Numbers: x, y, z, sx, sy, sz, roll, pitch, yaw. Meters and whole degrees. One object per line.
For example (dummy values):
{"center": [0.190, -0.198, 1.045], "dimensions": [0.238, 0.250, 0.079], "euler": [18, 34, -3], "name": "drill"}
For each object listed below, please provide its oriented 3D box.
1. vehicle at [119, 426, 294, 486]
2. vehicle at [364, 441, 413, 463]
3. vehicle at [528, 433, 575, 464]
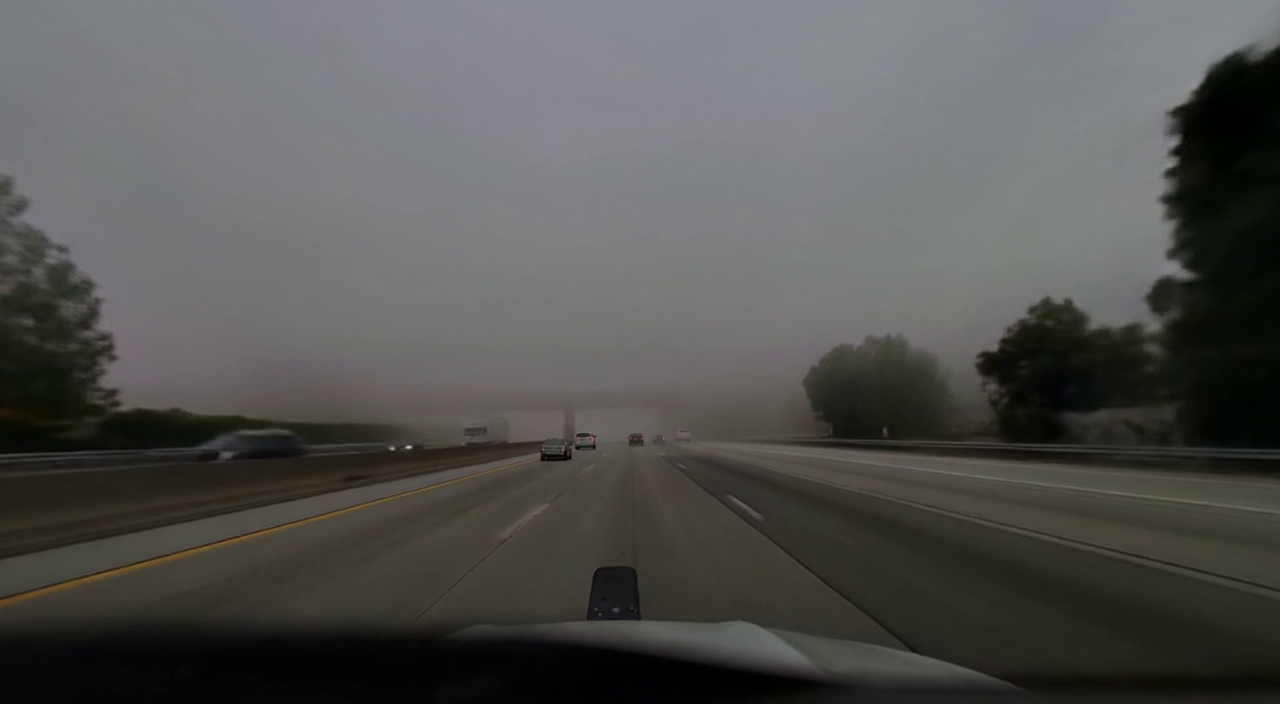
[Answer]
{"center": [-12.968, 3.118, 19.347], "dimensions": [1.994, 1.594, 4.817], "euler": [0, -8, -1], "name": "vehicle"}
{"center": [-17.788, 7.074, 44.768], "dimensions": [1.752, 1.452, 4.406], "euler": [0, -8, -1], "name": "vehicle"}
{"center": [-4.478, 4.947, 32.405], "dimensions": [1.933, 1.473, 4.023], "euler": [0, -8, -1], "name": "vehicle"}
